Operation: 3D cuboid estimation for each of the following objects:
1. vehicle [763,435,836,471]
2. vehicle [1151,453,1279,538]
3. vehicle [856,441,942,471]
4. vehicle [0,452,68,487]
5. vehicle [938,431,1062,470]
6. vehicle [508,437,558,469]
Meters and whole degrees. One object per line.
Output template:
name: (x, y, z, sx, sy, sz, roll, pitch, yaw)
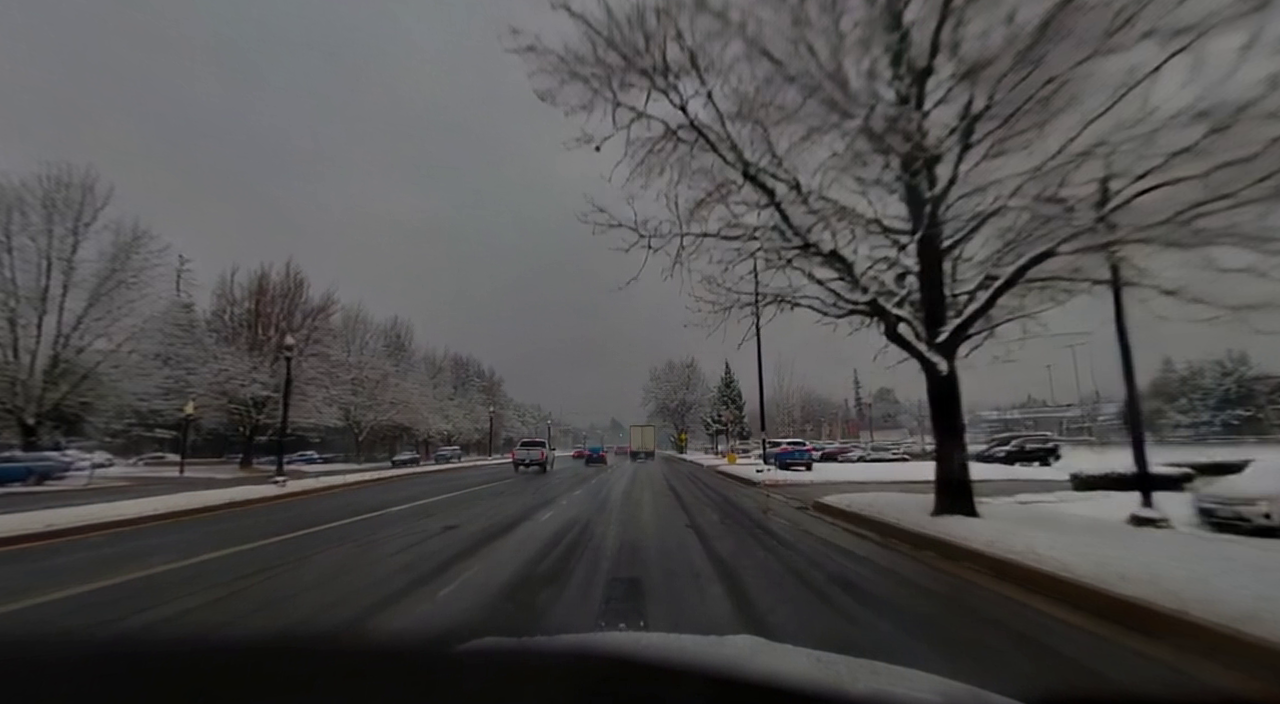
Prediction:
vehicle: (8.296, 5.304, 33.368, 2.057, 1.750, 4.679, 1, -9, -8)
vehicle: (13.286, 2.858, 12.877, 3.967, 1.552, 1.914, 0, -9, -1)
vehicle: (13.543, 5.449, 33.287, 1.944, 1.476, 4.483, 2, -9, -12)
vehicle: (-34.146, 6.318, 33.951, 4.555, 1.761, 2.039, 0, -8, 0)
vehicle: (18.638, 5.149, 33.095, 2.211, 1.880, 5.847, 2, -9, -12)
vehicle: (-6.755, 6.463, 40.410, 2.149, 1.893, 5.187, 0, -9, 1)
